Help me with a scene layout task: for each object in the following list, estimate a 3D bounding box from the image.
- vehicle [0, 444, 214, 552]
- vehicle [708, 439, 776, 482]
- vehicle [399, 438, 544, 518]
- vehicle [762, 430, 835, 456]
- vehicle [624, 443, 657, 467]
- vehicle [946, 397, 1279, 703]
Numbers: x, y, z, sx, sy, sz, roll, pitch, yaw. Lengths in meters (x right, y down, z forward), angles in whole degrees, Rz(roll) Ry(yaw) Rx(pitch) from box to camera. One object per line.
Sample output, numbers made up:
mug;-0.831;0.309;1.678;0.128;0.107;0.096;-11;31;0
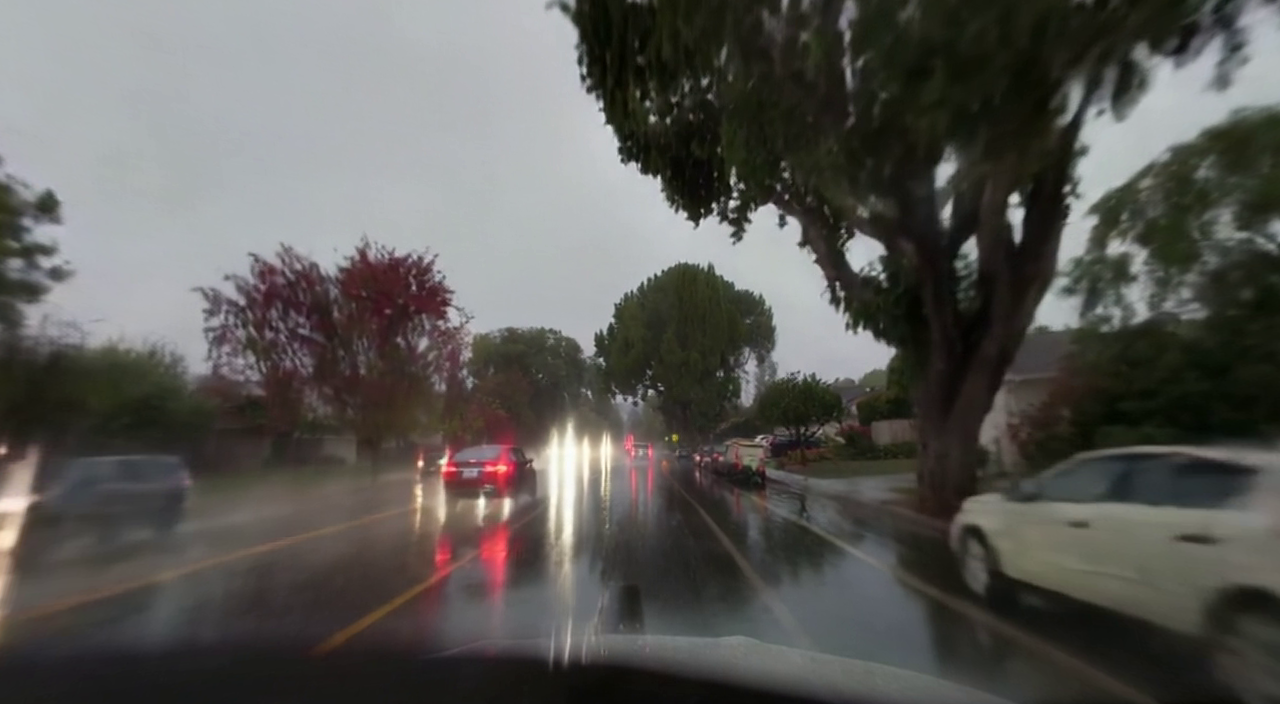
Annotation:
vehicle;-10.879;2.682;12.388;1.933;1.712;4.354;0;-8;1
vehicle;4.336;4.700;27.762;2.045;1.702;4.916;0;-8;-1
vehicle;-3.527;2.711;14.190;2.027;1.477;4.413;0;-8;0
vehicle;11.719;6.756;46.872;4.923;1.878;1.953;-1;-8;3
vehicle;0.066;6.785;41.754;2.088;1.495;4.048;0;-8;1
vehicle;3.905;1.169;3.994;1.897;1.589;4.053;0;-8;0
